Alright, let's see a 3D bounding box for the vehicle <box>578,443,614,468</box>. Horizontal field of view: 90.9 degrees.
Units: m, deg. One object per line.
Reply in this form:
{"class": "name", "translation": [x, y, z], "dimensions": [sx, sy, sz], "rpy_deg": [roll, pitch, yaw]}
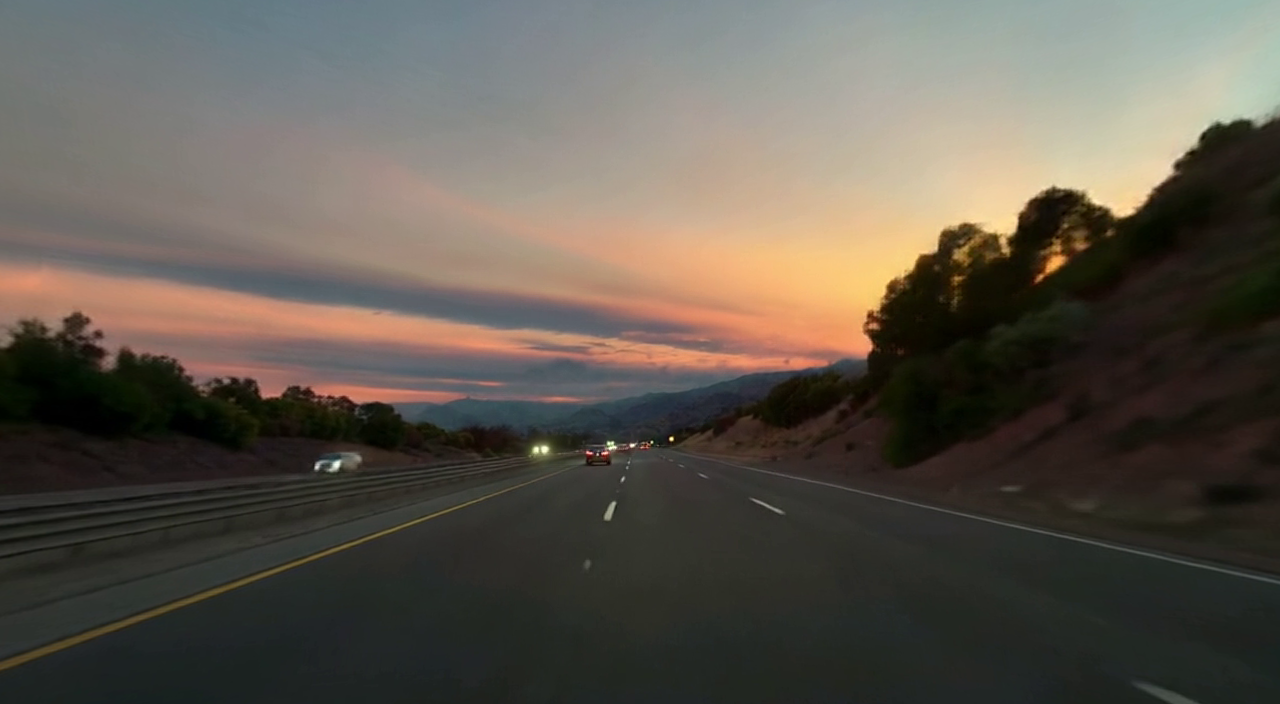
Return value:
{"class": "vehicle", "translation": [-2.654, 6.409, 39.285], "dimensions": [1.991, 1.475, 4.302], "rpy_deg": [0, -8, -1]}
